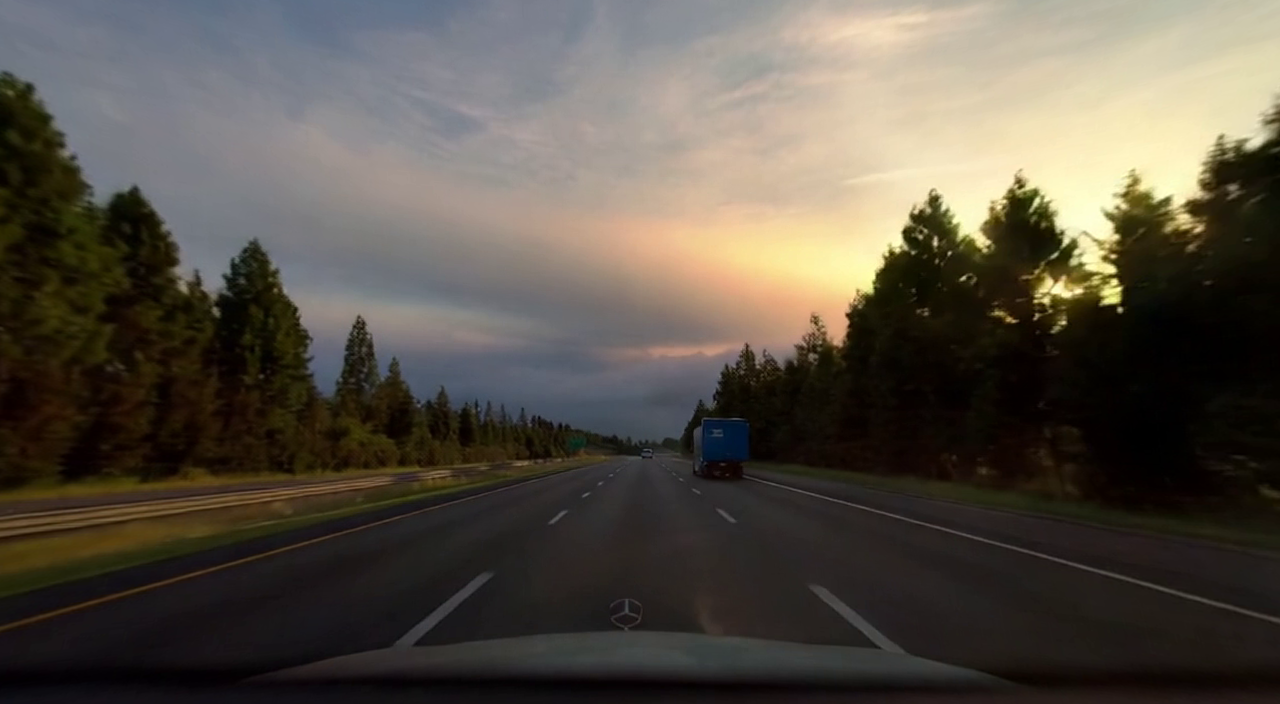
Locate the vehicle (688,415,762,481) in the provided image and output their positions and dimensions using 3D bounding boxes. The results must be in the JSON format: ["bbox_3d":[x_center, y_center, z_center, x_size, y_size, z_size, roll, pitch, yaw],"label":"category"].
[{"bbox_3d":[3.877,4.592,30.009,2.572,2.795,5.978,0,-9,-1],"label":"vehicle"}]
